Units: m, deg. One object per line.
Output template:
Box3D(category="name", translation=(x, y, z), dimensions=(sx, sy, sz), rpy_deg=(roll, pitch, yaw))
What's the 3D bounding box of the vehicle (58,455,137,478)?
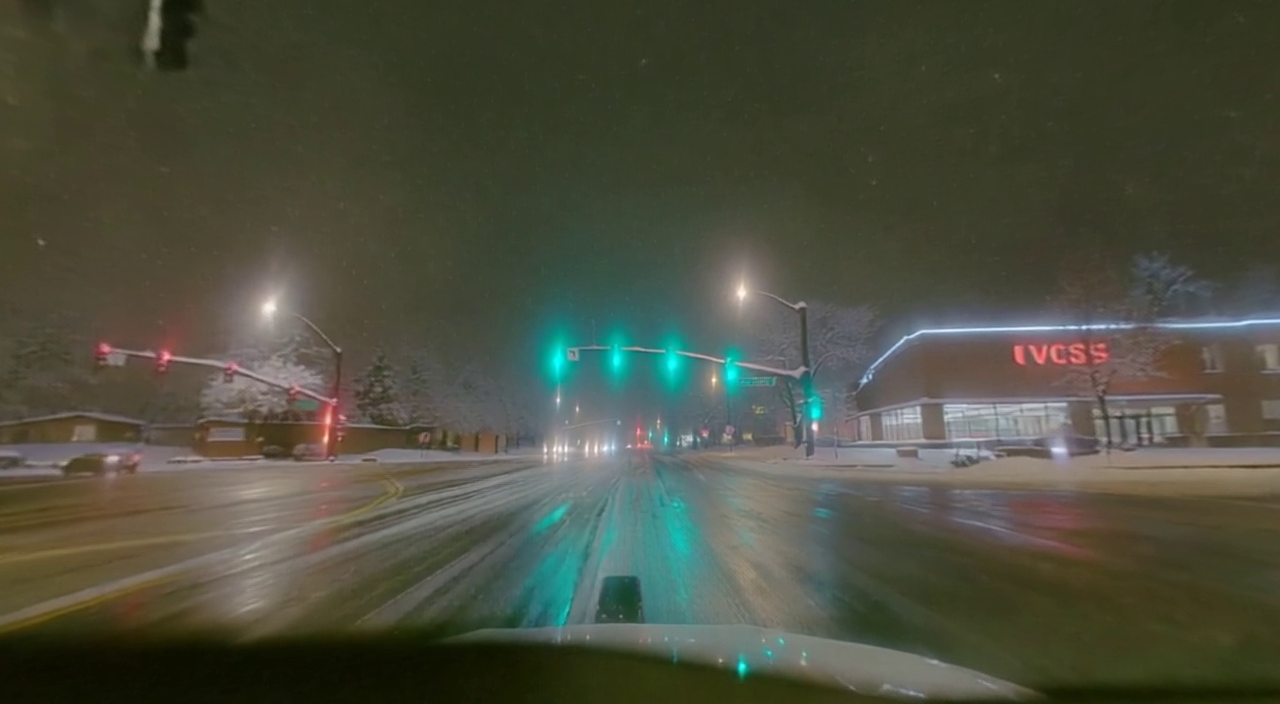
Box3D(category="vehicle", translation=(-38.044, 8.008, 44.330), dimensions=(4.249, 1.483, 1.890), rpy_deg=(-3, -8, 12))
